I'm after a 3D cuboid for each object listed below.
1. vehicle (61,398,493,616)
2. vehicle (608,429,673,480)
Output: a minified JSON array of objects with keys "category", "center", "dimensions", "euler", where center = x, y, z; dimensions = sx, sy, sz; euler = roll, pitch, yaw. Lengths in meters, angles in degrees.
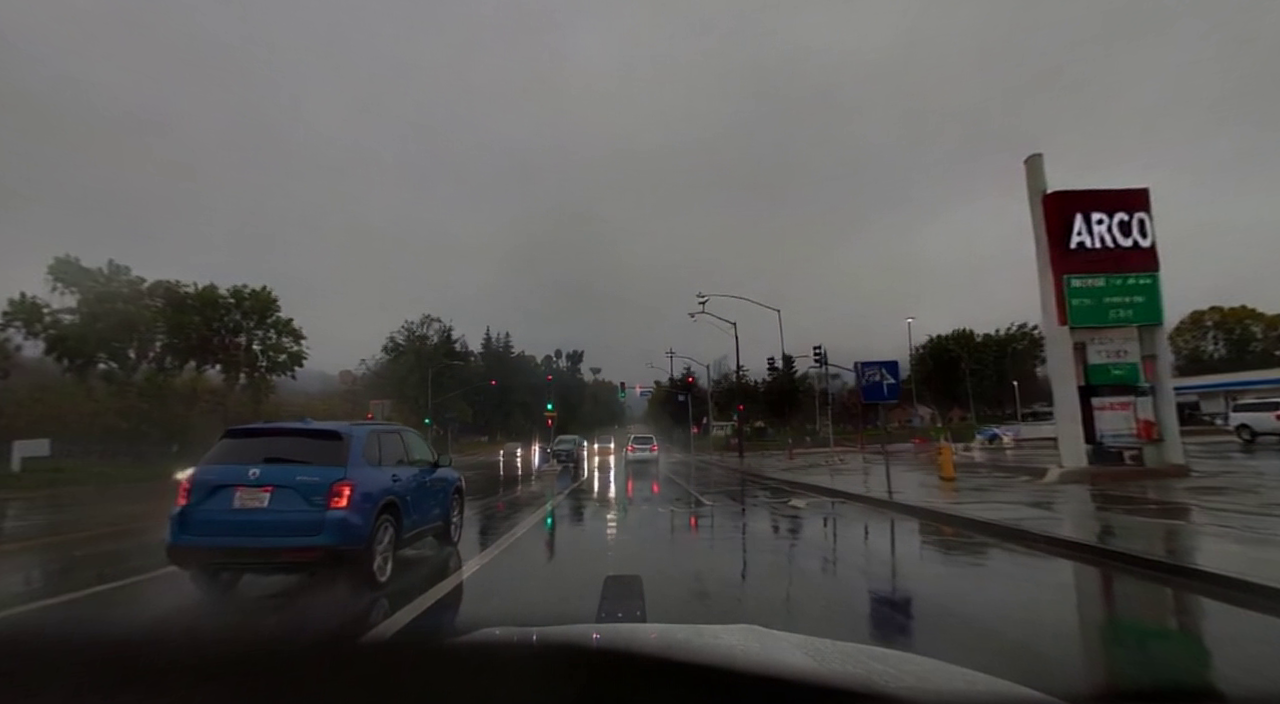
[{"category":"vehicle","center":[-3.503,1.612,7.593],"dimensions":[2.247,1.734,4.919],"euler":[0,-8,0]},{"category":"vehicle","center":[-0.027,4.410,27.324],"dimensions":[2.552,1.999,5.498],"euler":[0,-8,-1]}]
